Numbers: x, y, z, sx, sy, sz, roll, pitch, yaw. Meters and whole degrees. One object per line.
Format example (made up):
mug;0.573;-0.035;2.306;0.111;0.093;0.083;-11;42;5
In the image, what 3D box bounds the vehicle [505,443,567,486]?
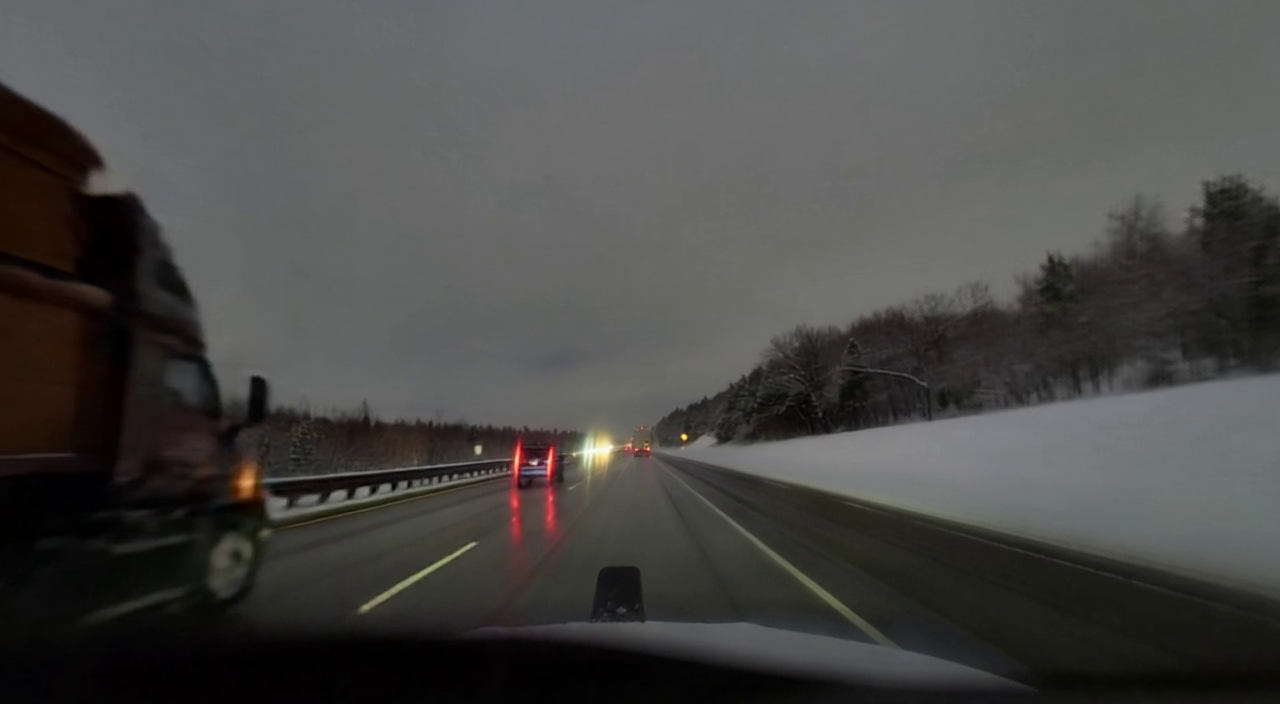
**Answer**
vehicle;-4.062;4.427;25.196;1.880;1.569;3.714;0;-9;-1
